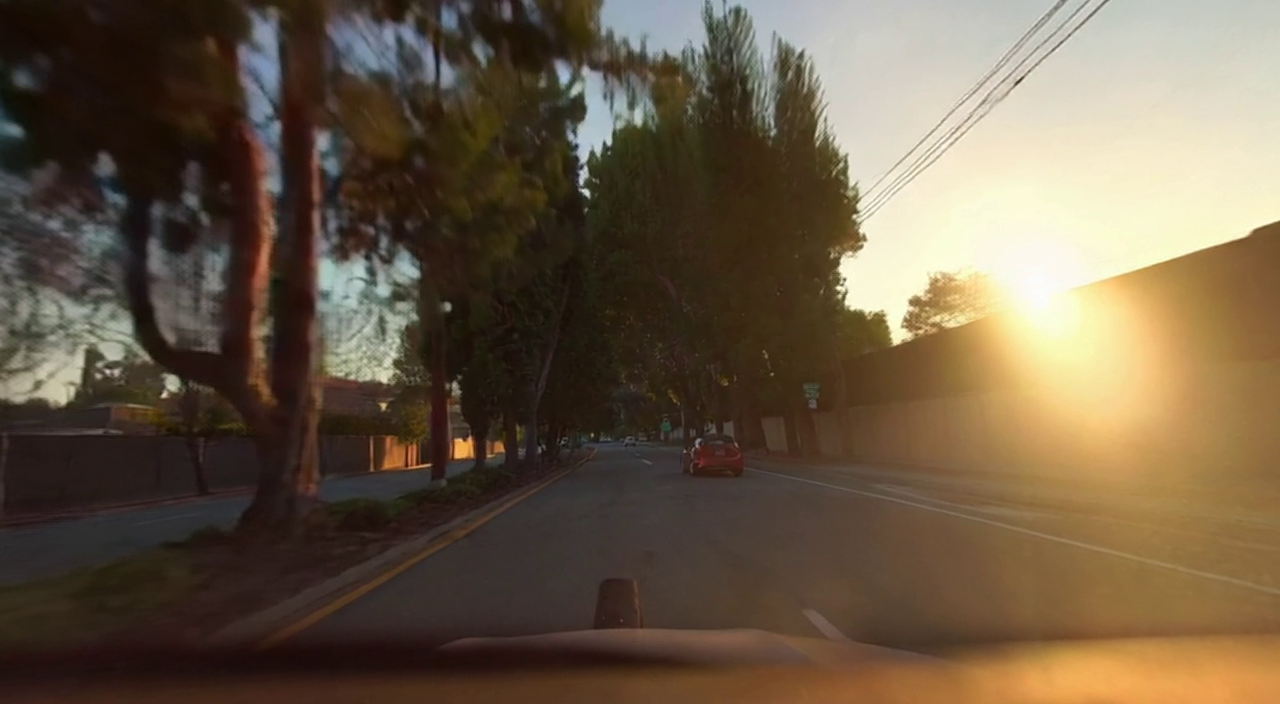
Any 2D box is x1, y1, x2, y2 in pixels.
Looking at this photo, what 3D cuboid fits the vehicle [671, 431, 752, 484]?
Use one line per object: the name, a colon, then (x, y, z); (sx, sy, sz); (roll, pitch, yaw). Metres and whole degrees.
vehicle: (2.210, 3.427, 20.884); (1.985, 1.529, 4.316); (0, -8, -2)
